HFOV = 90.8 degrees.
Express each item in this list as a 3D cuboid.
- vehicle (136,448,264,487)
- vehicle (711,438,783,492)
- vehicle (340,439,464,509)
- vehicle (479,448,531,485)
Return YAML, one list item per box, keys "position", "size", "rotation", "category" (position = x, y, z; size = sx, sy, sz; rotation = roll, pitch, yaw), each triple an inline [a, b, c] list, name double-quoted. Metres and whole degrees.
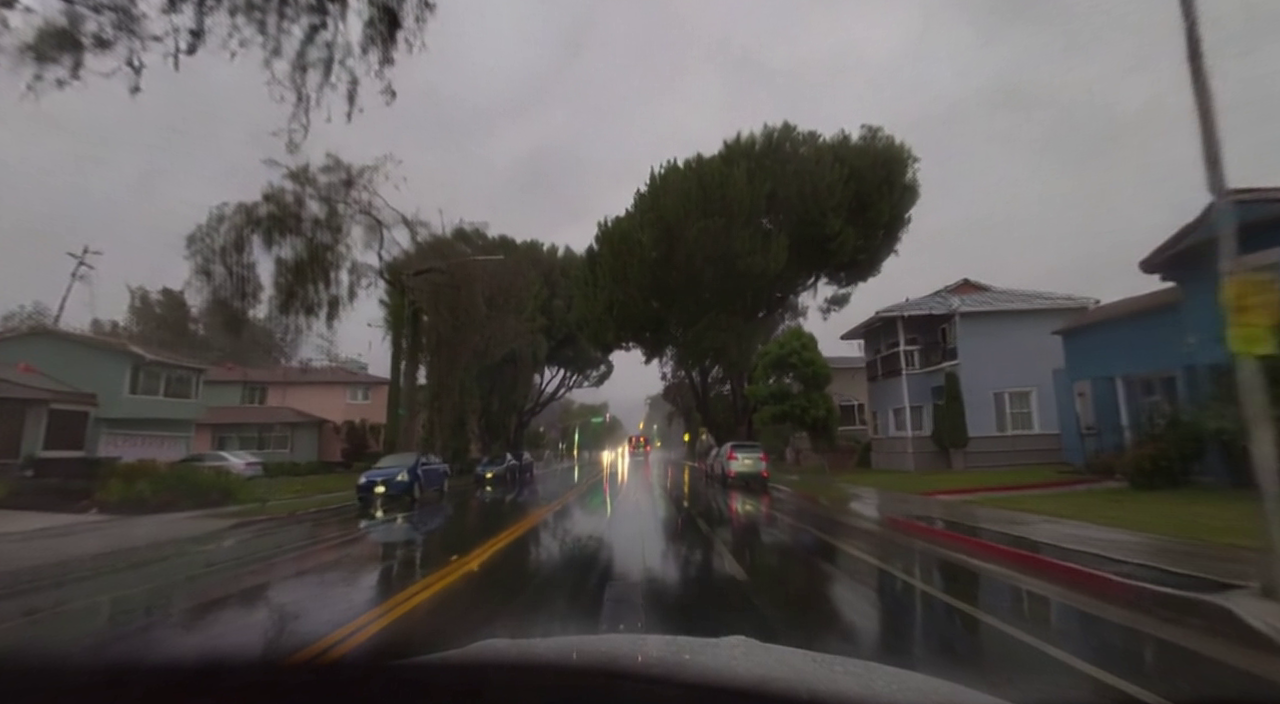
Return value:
- position: [-19.811, 5.195, 28.586]
  size: [4.197, 1.659, 2.059]
  rotation: [0, -8, 0]
  category: "vehicle"
- position: [4.332, 4.661, 26.343]
  size: [2.060, 1.833, 4.927]
  rotation: [5, -9, 1]
  category: "vehicle"
- position: [-7.953, 4.071, 21.733]
  size: [2.094, 1.840, 5.450]
  rotation: [-6, -8, 0]
  category: "vehicle"
- position: [-7.700, 6.526, 36.439]
  size: [1.898, 1.755, 4.603]
  rotation: [-5, -8, 0]
  category: "vehicle"
